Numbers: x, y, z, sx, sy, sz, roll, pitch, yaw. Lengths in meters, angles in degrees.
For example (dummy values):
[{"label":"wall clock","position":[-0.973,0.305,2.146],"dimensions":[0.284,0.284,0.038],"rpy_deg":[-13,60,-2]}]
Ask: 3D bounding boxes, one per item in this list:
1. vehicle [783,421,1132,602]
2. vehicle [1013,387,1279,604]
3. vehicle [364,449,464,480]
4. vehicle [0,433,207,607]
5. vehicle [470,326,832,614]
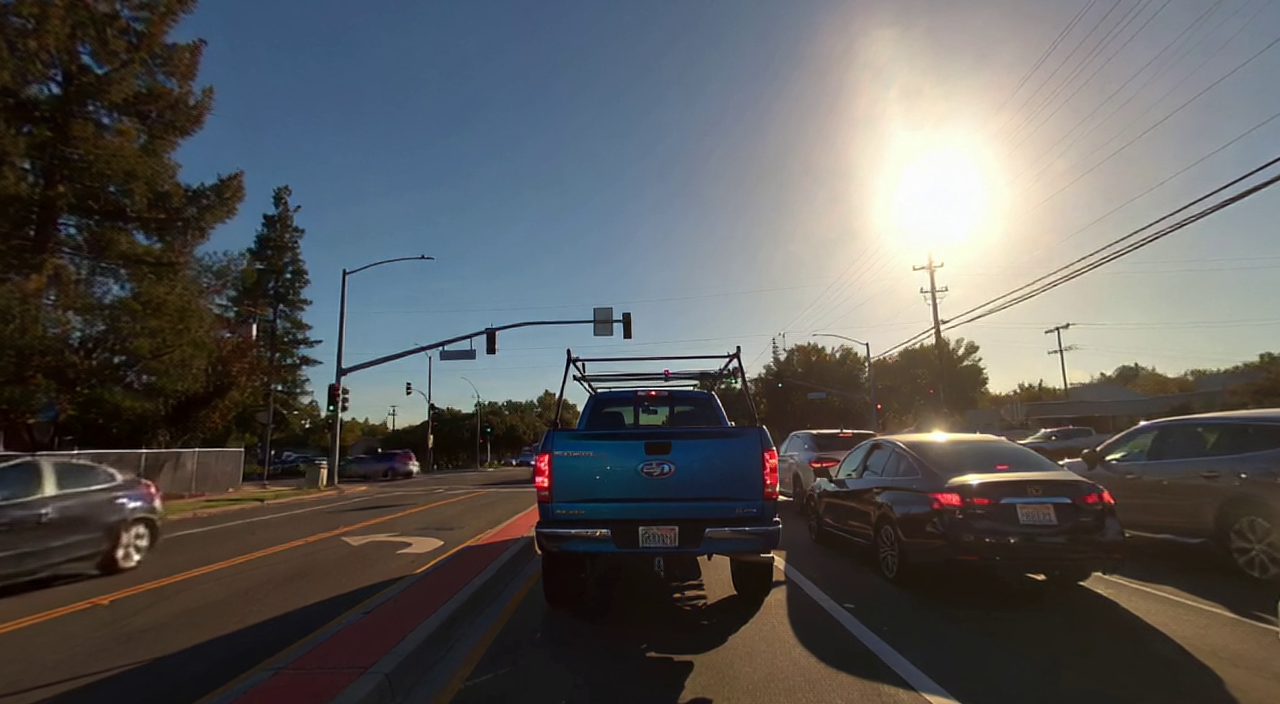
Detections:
[{"label":"vehicle","position":[3.119,1.638,7.368],"dimensions":[1.993,1.495,4.060],"rpy_deg":[0,-8,1]},{"label":"vehicle","position":[6.156,1.365,6.468],"dimensions":[1.982,1.727,4.352],"rpy_deg":[0,-8,1]},{"label":"vehicle","position":[-14.727,7.313,41.174],"dimensions":[5.749,1.897,2.186],"rpy_deg":[-1,-9,10]},{"label":"vehicle","position":[-7.456,1.722,6.697],"dimensions":[2.369,1.690,4.529],"rpy_deg":[0,-8,2]},{"label":"vehicle","position":[0.124,1.364,8.140],"dimensions":[2.831,2.284,6.149],"rpy_deg":[0,-8,1]}]
